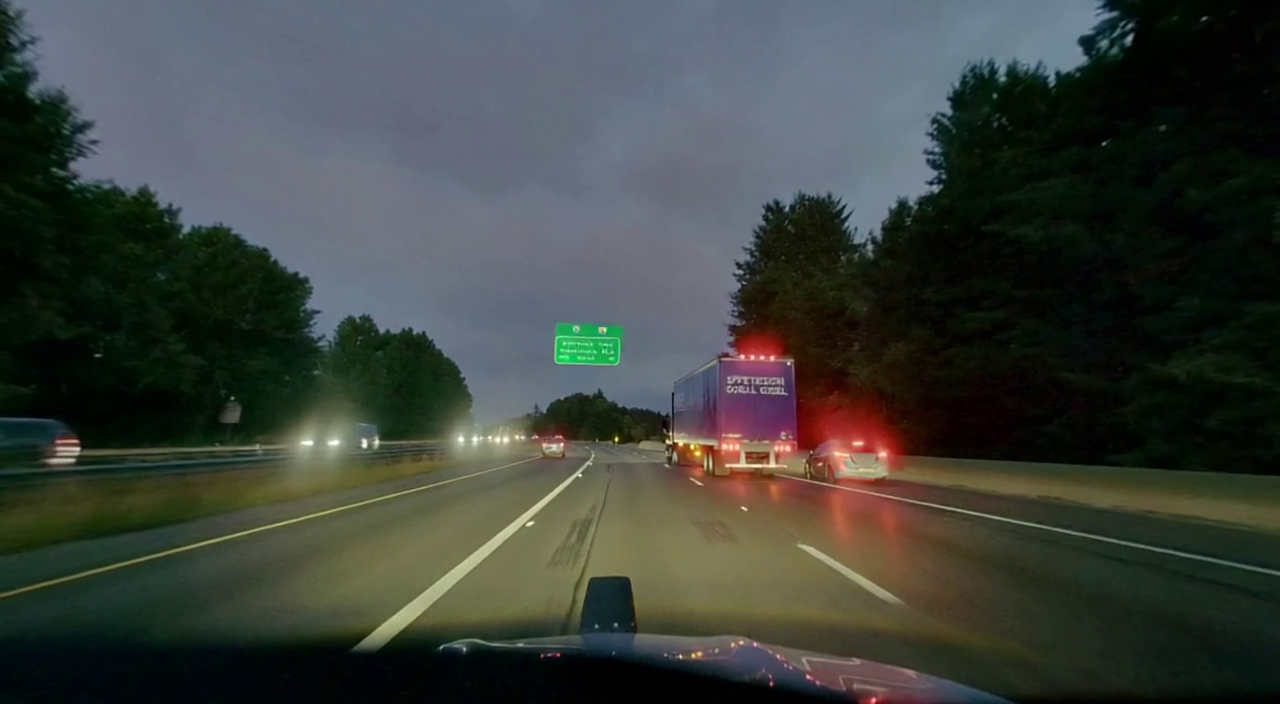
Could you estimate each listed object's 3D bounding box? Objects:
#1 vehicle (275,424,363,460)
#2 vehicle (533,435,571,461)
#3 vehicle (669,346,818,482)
[{"bbox_3d":[-15.723,4.436,31.170,2.130,1.667,4.524,0,-8,-2],"label":"vehicle"},{"bbox_3d":[-5.516,6.049,39.900,2.030,1.547,3.862,0,-8,-3],"label":"vehicle"},{"bbox_3d":[3.438,2.799,26.040,2.910,4.051,14.278,0,-8,-3],"label":"vehicle"}]
